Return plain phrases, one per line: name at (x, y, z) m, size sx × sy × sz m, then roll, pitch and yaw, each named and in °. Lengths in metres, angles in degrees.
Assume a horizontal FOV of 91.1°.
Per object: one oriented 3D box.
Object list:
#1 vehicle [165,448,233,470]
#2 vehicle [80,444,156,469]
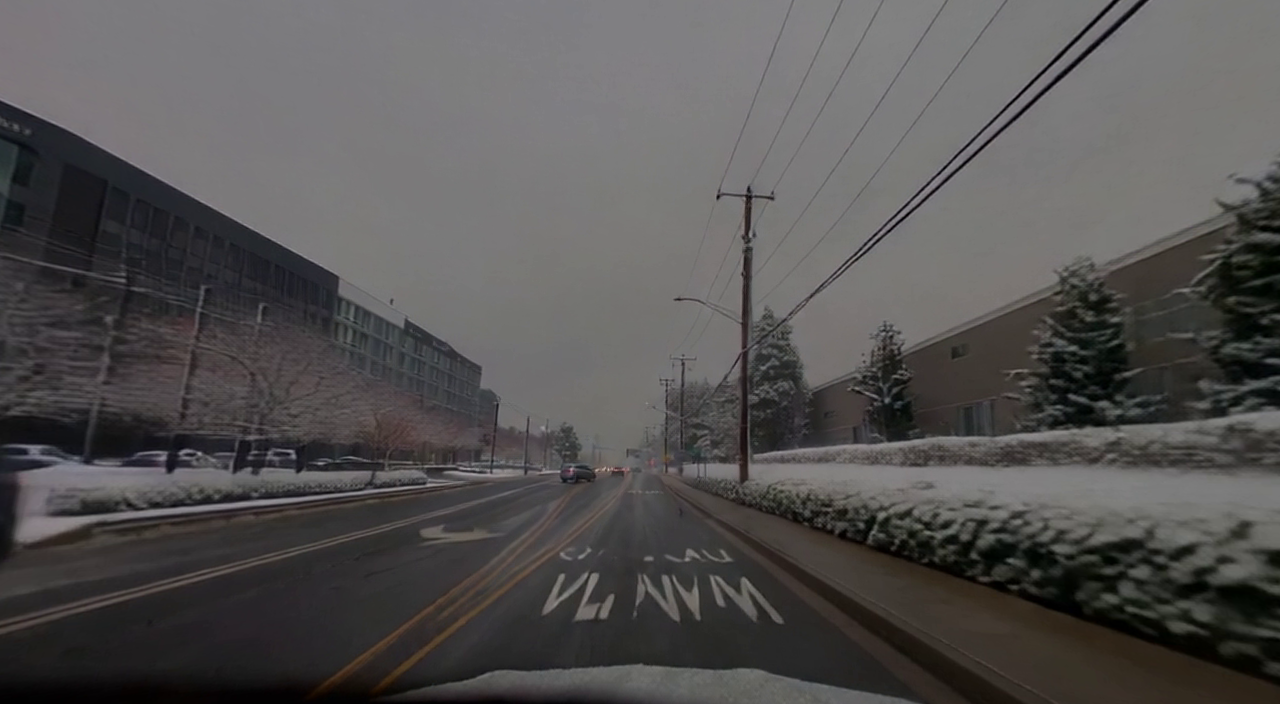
vehicle at (-30.846, 7.479, 43.967) m, size 3.795 × 1.474 × 1.828 m, roll -3°, pitch -11°, yaw 19°
vehicle at (-32.677, 6.541, 39.318) m, size 3.977 × 1.439 × 1.775 m, roll -3°, pitch -11°, yaw 20°
